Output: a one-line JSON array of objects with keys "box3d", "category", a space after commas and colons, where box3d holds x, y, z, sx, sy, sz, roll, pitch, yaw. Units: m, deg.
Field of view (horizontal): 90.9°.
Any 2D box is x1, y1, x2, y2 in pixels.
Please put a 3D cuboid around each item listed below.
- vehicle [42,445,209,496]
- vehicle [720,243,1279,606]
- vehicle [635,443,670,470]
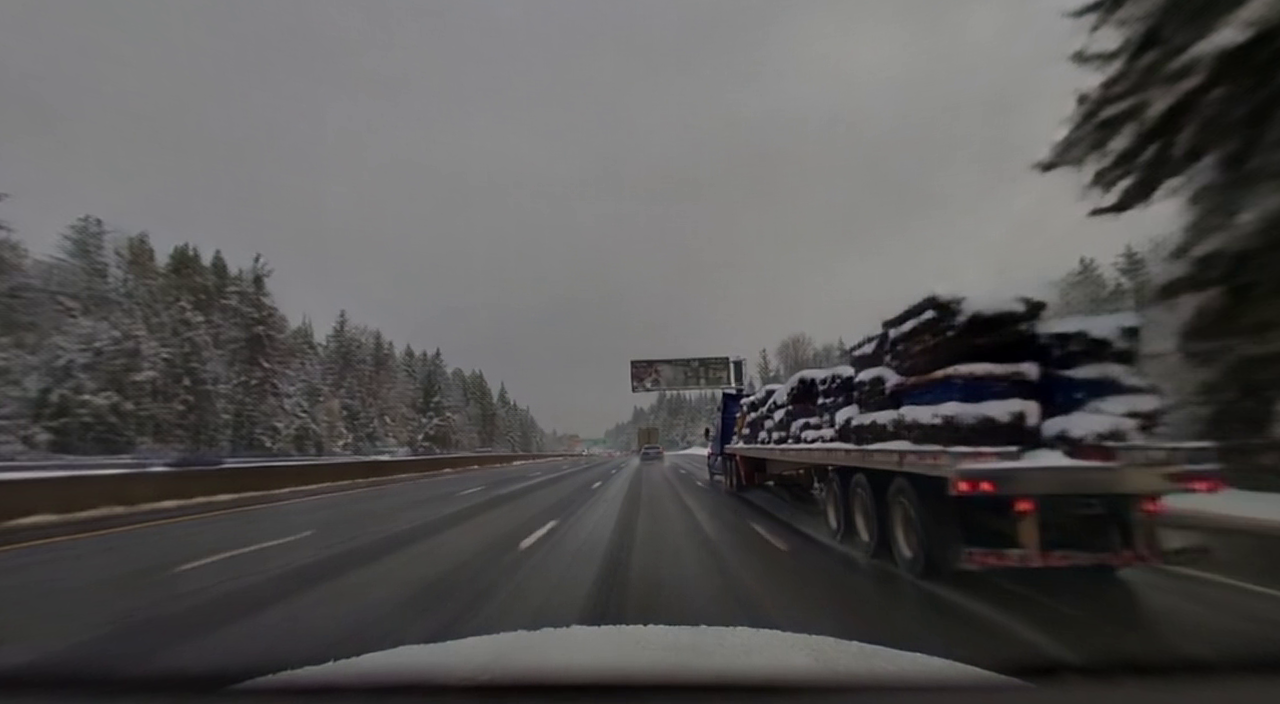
[{"box3d": [-17.460, 3.987, 21.761, 1.811, 1.505, 4.628, 0, -8, 1], "category": "vehicle"}, {"box3d": [4.398, 1.912, 14.844, 2.917, 3.179, 18.723, 0, -8, 1], "category": "vehicle"}, {"box3d": [0.712, 6.332, 38.489, 2.042, 1.528, 4.300, 0, -8, 0], "category": "vehicle"}]
